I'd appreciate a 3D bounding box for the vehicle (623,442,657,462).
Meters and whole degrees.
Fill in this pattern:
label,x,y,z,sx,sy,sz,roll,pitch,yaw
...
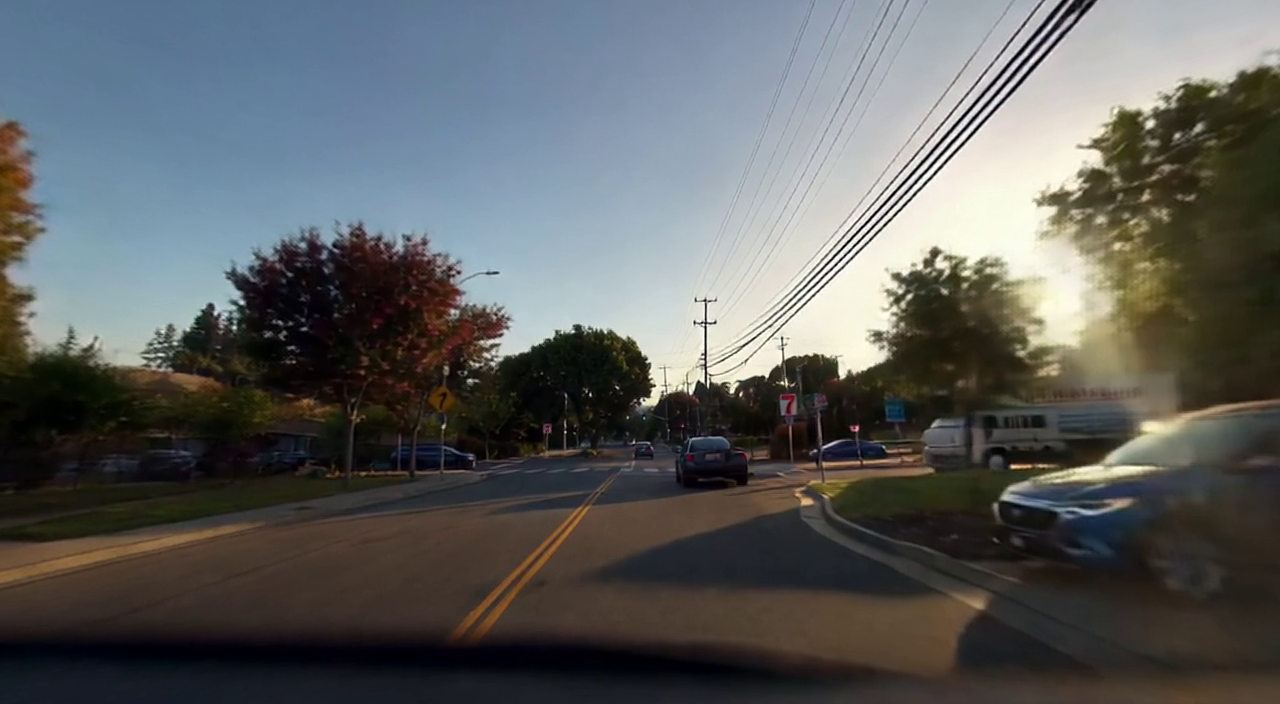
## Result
label,x,y,z,sx,sy,sz,roll,pitch,yaw
vehicle,-0.044,7.674,48.445,1.874,1.427,3.976,2,-9,-12

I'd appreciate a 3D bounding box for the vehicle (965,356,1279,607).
label,x,y,z,sx,sy,sz,roll,pitch,yaw
vehicle,6.013,1.103,5.780,4.814,1.872,2.220,-1,-9,7

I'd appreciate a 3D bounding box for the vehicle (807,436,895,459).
label,x,y,z,sx,sy,sz,roll,pitch,yaw
vehicle,13.272,6.063,40.014,4.872,1.400,1.955,-1,-8,3

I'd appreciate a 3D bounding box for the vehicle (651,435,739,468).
label,x,y,z,sx,sy,sz,roll,pitch,yaw
vehicle,3.375,6.273,39.990,2.553,1.868,5.536,6,-10,-35

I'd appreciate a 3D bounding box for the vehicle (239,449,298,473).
label,x,y,z,sx,sy,sz,roll,pitch,yaw
vehicle,-28.826,8.453,49.258,2.085,1.763,4.658,1,-9,-5

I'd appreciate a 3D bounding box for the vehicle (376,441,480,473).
label,x,y,z,sx,sy,sz,roll,pitch,yaw
vehicle,-13.297,6.607,40.028,5.866,1.904,2.197,1,-8,-6
